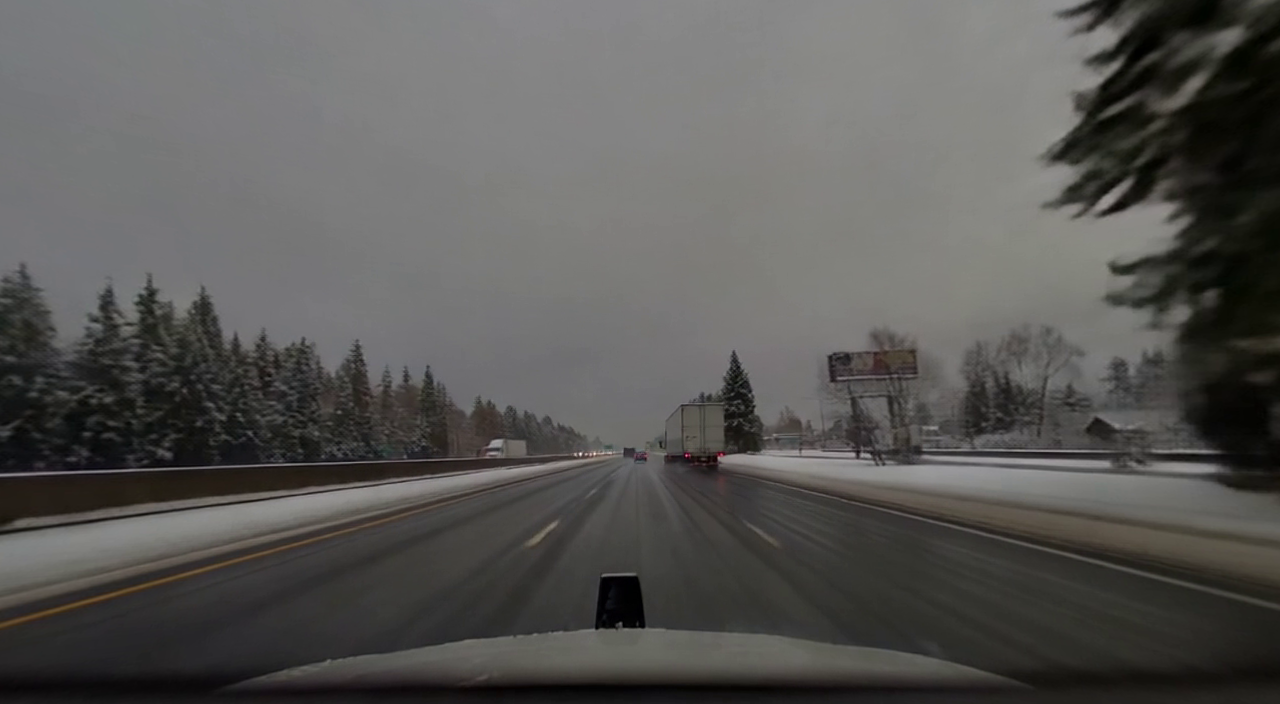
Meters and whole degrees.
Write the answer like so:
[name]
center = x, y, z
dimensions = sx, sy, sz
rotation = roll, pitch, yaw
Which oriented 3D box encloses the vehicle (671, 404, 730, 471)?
[vehicle]
center = 4.247, 6.487, 47.316
dimensions = 3.058, 4.312, 12.251
rotation = 0, -9, 0
